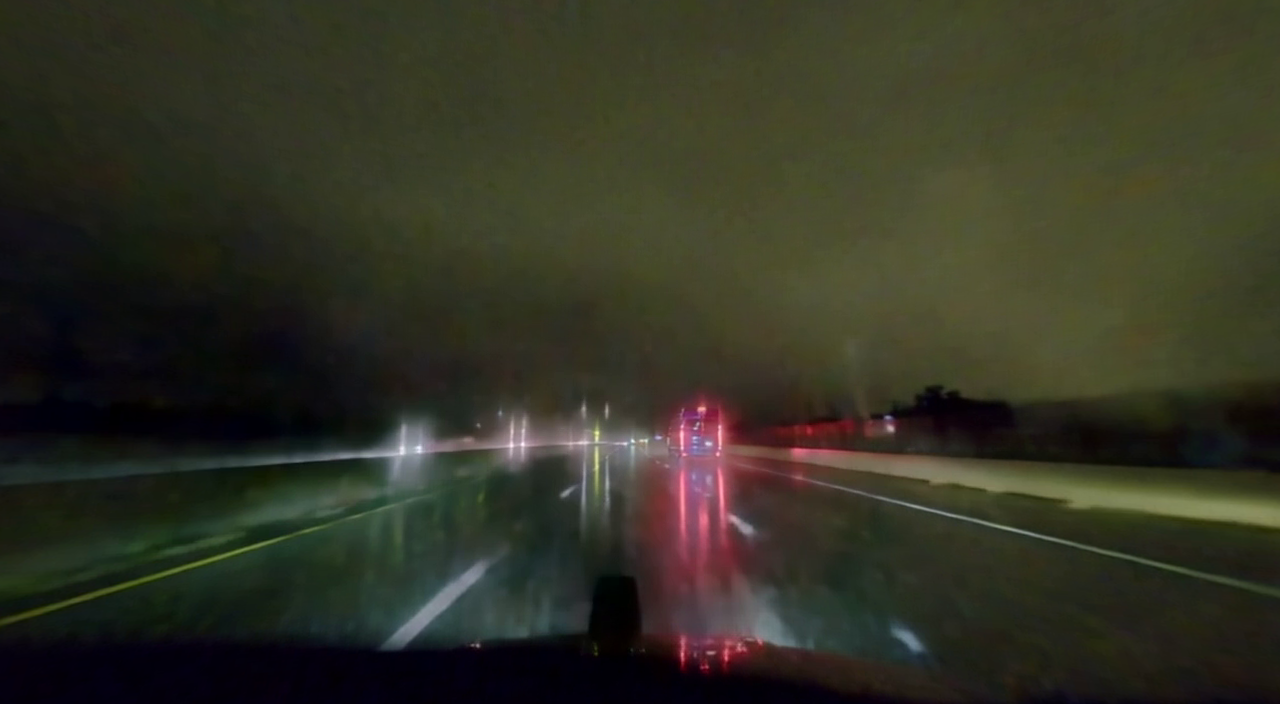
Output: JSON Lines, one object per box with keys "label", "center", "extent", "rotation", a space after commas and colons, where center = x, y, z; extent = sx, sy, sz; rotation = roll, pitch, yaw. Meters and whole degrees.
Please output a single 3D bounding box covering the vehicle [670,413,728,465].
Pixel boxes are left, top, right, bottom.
{"label": "vehicle", "center": [3.215, 4.994, 36.182], "extent": [2.431, 2.667, 6.921], "rotation": [0, -8, -2]}
